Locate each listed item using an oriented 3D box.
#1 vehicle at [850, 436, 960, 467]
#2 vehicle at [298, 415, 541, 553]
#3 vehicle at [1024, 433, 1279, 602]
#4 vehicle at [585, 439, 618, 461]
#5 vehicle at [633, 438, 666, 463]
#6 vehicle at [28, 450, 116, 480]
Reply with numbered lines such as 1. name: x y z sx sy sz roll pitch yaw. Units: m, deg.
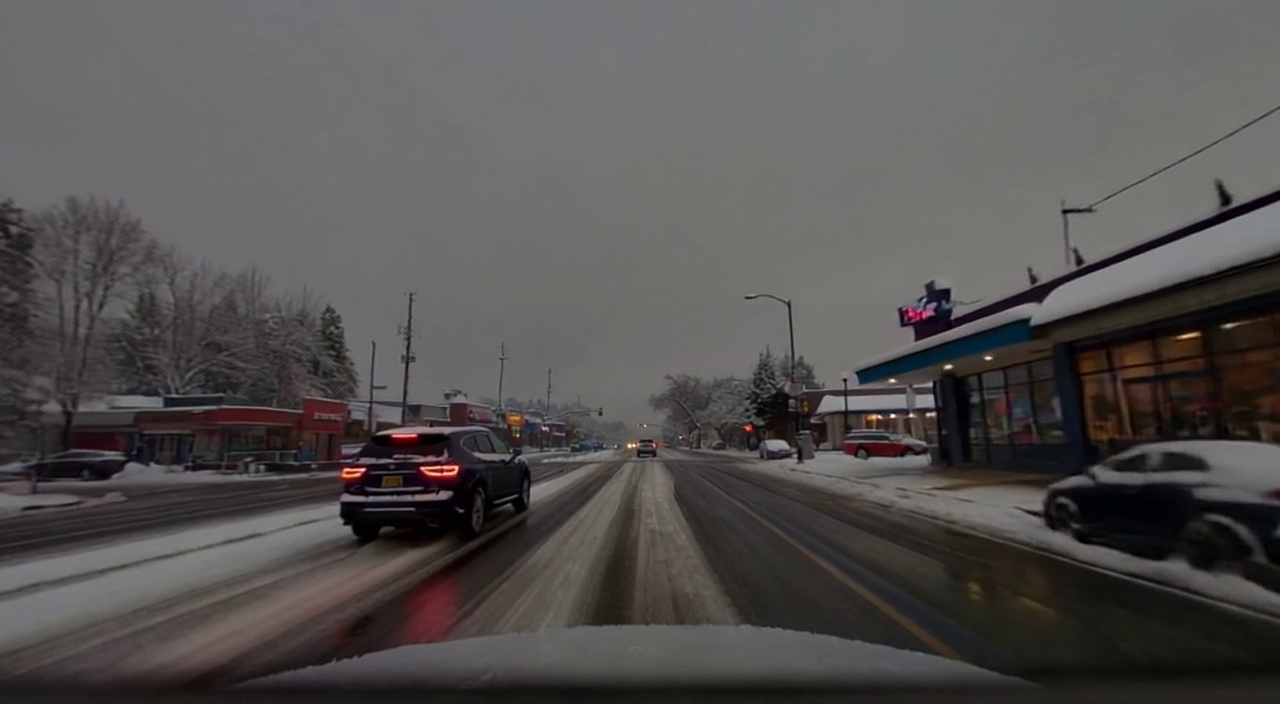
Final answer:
1. vehicle: 13.425 5.062 32.110 4.707 1.485 1.948 0 -9 -1
2. vehicle: -3.019 1.924 9.876 2.049 1.646 4.445 0 -9 2
3. vehicle: 6.679 1.726 7.265 1.896 1.497 4.032 0 -9 -1
4. vehicle: -2.745 7.085 45.584 1.950 1.450 4.257 0 -9 2
5. vehicle: 0.625 6.348 40.664 2.037 1.484 4.073 0 -9 1
6. vehicle: -32.406 6.444 35.949 4.435 1.483 1.990 -5 -8 24
